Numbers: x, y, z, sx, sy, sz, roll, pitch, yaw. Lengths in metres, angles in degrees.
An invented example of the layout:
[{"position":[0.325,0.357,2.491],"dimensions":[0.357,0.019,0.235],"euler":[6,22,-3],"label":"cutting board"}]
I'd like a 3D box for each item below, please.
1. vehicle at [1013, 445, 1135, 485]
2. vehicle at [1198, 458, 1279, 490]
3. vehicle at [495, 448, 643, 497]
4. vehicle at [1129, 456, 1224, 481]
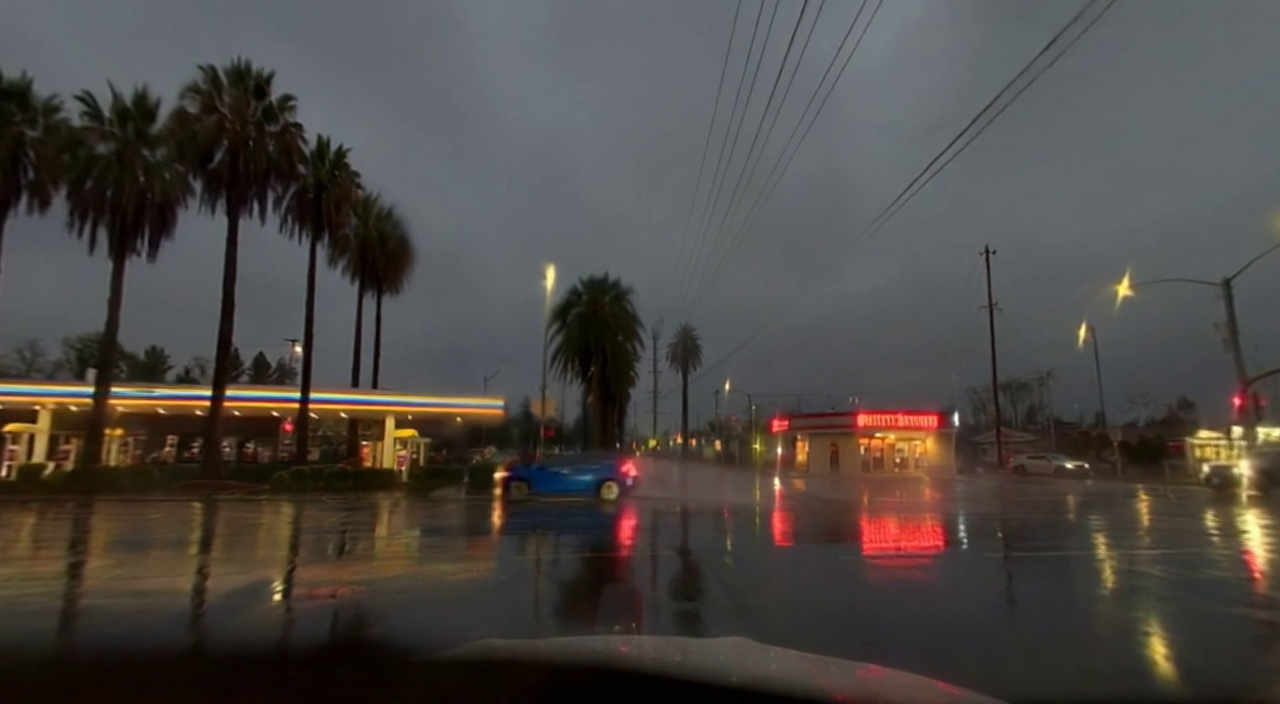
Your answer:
[{"position":[22.554,5.842,32.928],"dimensions":[4.880,1.754,2.202],"euler":[0,-5,-5],"label":"vehicle"},{"position":[32.514,6.380,33.229],"dimensions":[2.074,1.480,4.369],"euler":[1,-9,-5],"label":"vehicle"},{"position":[-2.249,3.904,20.626],"dimensions":[4.570,1.480,1.873],"euler":[1,-9,-4],"label":"vehicle"},{"position":[34.873,7.546,41.232],"dimensions":[1.805,1.466,4.641],"euler":[1,-9,-6],"label":"vehicle"}]
